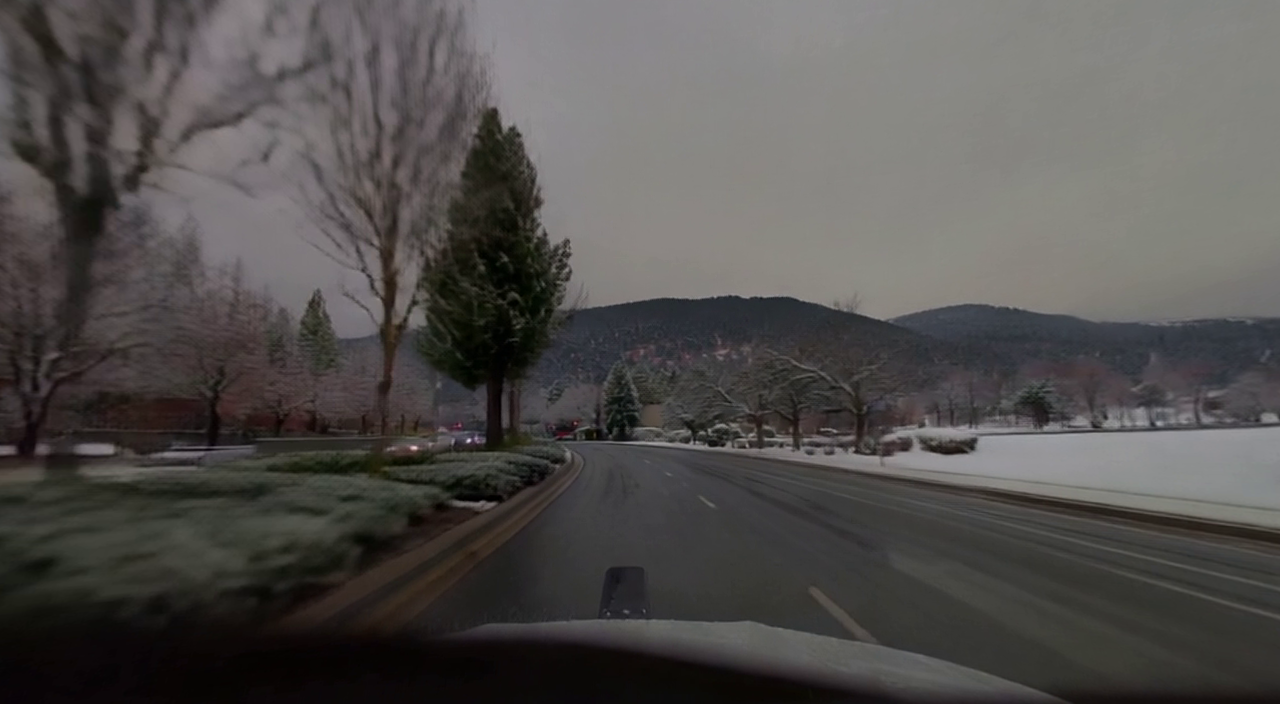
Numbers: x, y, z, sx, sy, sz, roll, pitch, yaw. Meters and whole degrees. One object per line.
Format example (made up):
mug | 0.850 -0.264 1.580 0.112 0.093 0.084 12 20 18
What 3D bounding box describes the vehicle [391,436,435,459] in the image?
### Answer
vehicle | -15.810 6.668 44.162 1.842 1.495 4.375 1 -8 -6
